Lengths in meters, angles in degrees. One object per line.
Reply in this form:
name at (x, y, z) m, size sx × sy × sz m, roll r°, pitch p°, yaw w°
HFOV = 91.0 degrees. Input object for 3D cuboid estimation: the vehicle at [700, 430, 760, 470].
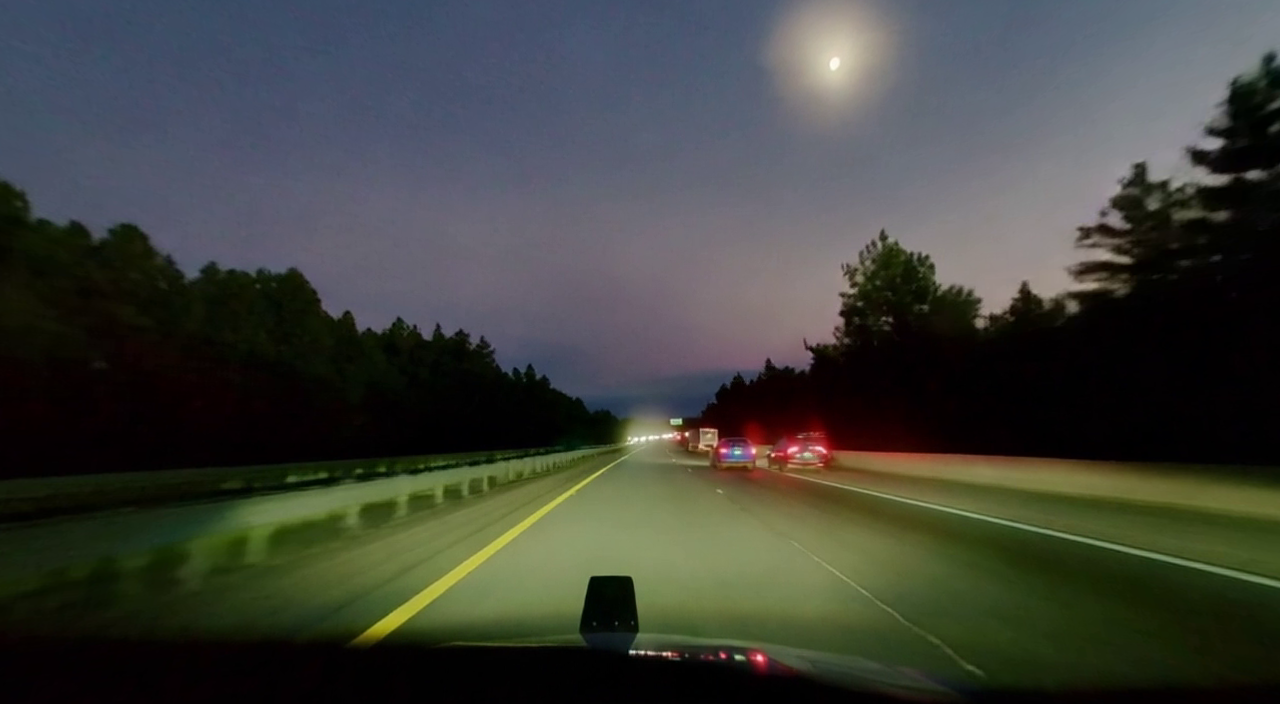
vehicle at (3.969, 4.405, 28.467) m, size 2.022 × 1.663 × 4.245 m, roll 0°, pitch -8°, yaw 0°
